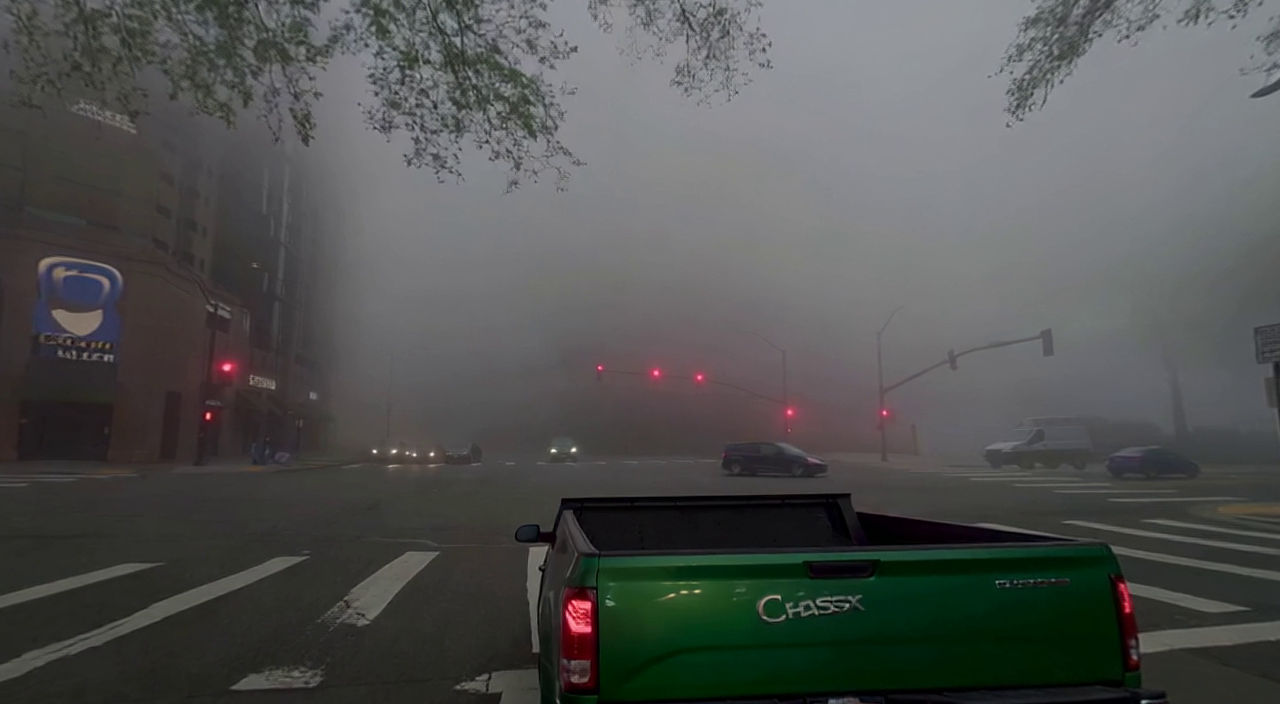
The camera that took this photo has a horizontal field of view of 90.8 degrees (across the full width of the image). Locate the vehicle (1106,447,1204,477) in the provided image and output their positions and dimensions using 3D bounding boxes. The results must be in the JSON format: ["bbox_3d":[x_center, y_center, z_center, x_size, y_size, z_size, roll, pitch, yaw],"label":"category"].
[{"bbox_3d":[27.344,5.784,33.526,4.522,1.460,2.097,4,-9,-24],"label":"vehicle"}]

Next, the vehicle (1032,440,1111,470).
[{"bbox_3d":[26.330,6.261,38.538,4.541,1.731,2.007,5,-10,-28],"label":"vehicle"}]

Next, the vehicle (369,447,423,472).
[{"bbox_3d":[-16.246,7.131,42.242,1.883,1.586,4.297,0,-9,0],"label":"vehicle"}]

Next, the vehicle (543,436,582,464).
[{"bbox_3d":[-5.642,7.264,46.880,2.289,1.927,5.667,0,-8,-1],"label":"vehicle"}]

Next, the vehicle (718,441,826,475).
[{"bbox_3d":[6.245,4.981,29.936,4.658,1.478,1.946,-4,-9,26],"label":"vehicle"}]

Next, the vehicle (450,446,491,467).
[{"bbox_3d":[-12.603,7.759,47.090,1.946,1.474,4.008,0,-9,0],"label":"vehicle"}]
